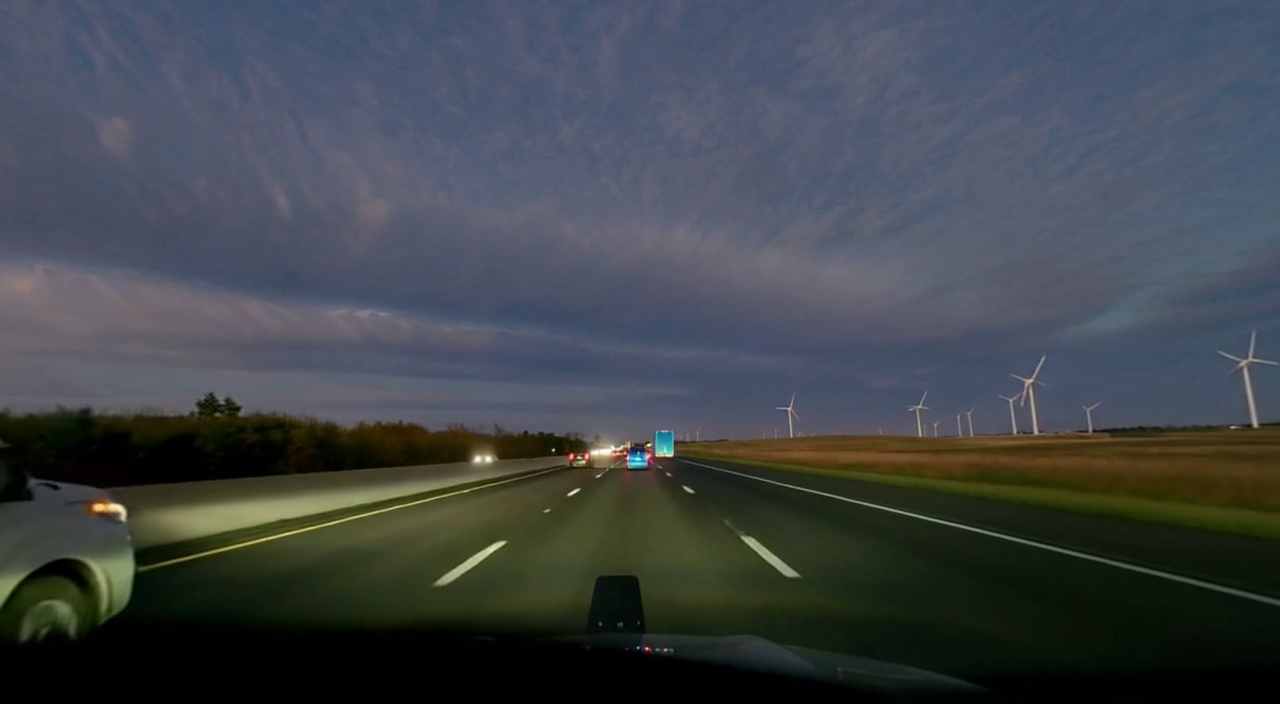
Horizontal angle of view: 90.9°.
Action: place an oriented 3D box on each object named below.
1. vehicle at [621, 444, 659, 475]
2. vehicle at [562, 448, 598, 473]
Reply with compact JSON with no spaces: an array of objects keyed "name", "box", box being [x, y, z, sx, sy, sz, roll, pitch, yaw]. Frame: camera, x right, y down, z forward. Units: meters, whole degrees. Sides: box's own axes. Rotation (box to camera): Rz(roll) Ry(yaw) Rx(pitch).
[{"name":"vehicle","box":[-0.008,6.202,36.615,2.083,1.689,4.083,0,-9,0]},{"name":"vehicle","box":[-3.901,7.182,41.908,1.984,1.491,4.341,0,-9,0]}]
